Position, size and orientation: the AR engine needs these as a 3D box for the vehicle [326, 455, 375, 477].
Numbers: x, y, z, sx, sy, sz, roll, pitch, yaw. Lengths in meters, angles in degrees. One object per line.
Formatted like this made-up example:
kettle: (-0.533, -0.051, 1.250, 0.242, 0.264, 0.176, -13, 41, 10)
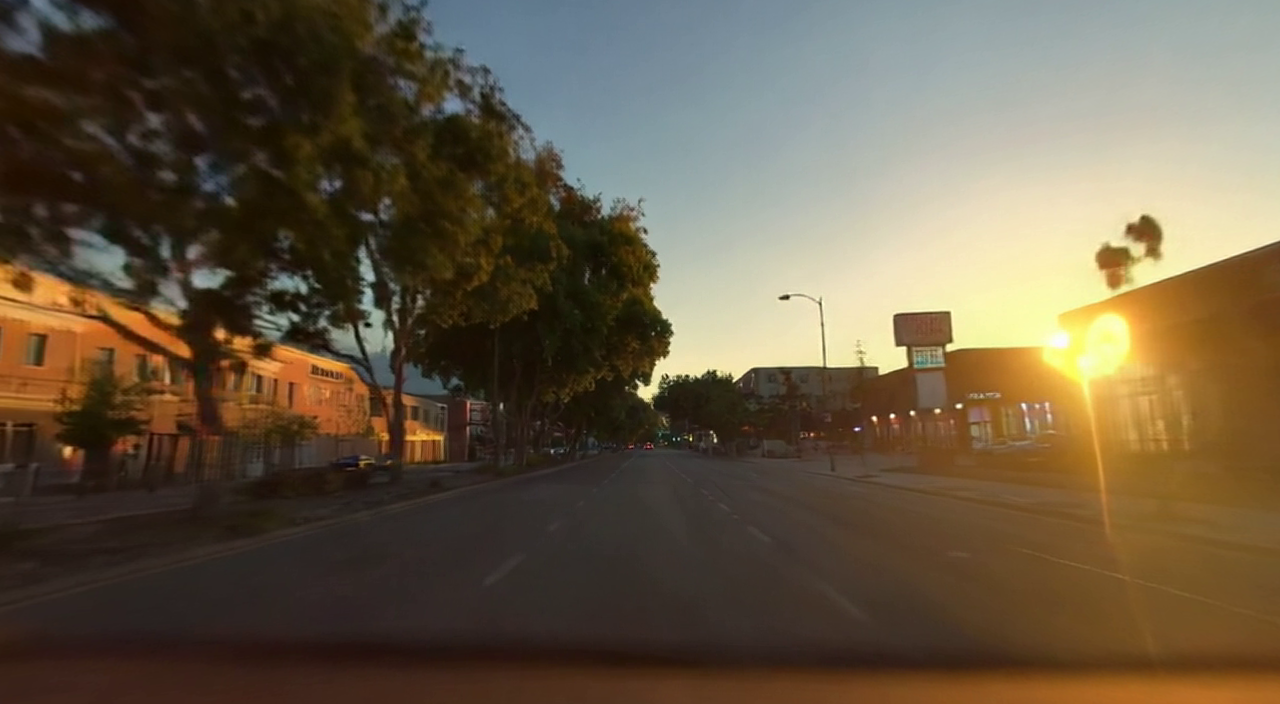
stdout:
vehicle: (-21.875, 8.592, 47.803, 1.883, 1.546, 3.930, 0, -8, -1)
